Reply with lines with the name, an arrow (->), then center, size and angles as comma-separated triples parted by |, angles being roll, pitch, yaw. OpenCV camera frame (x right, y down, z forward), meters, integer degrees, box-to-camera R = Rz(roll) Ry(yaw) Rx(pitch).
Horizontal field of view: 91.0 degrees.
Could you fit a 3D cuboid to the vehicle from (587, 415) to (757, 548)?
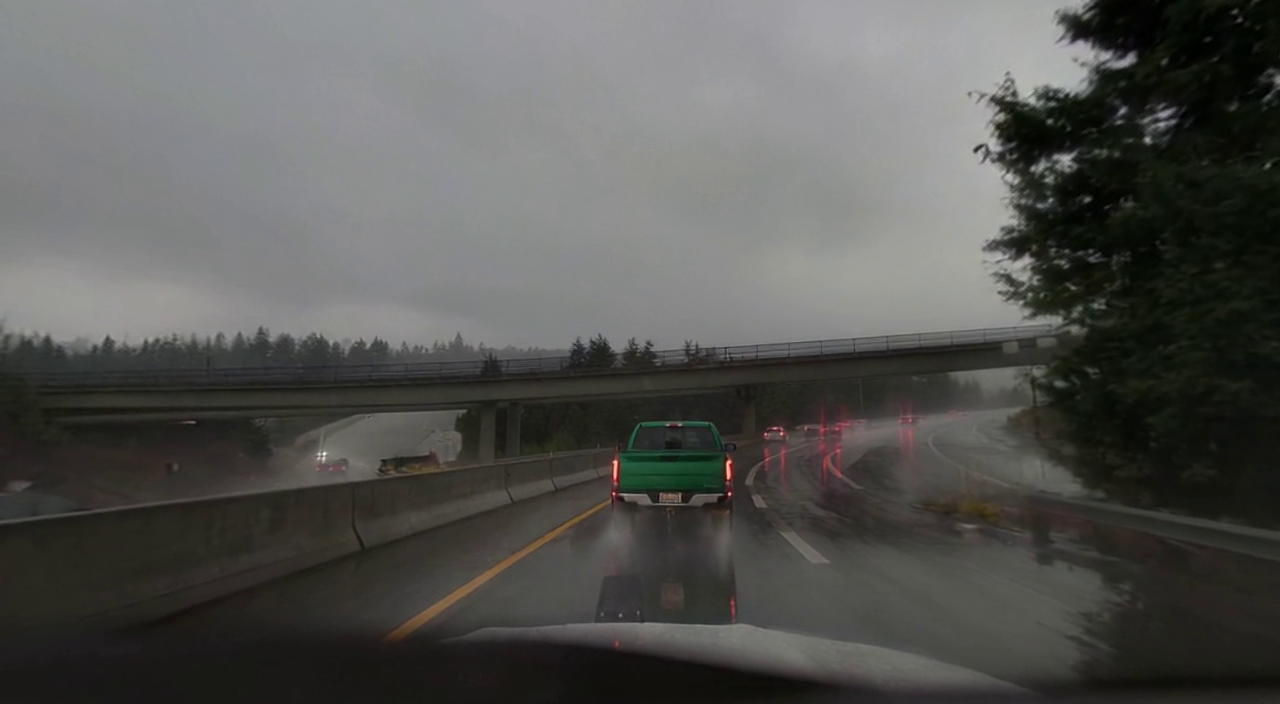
vehicle -> 0.595, 2.030, 10.562 | 2.235, 1.716, 4.435 | -1, -9, 5
